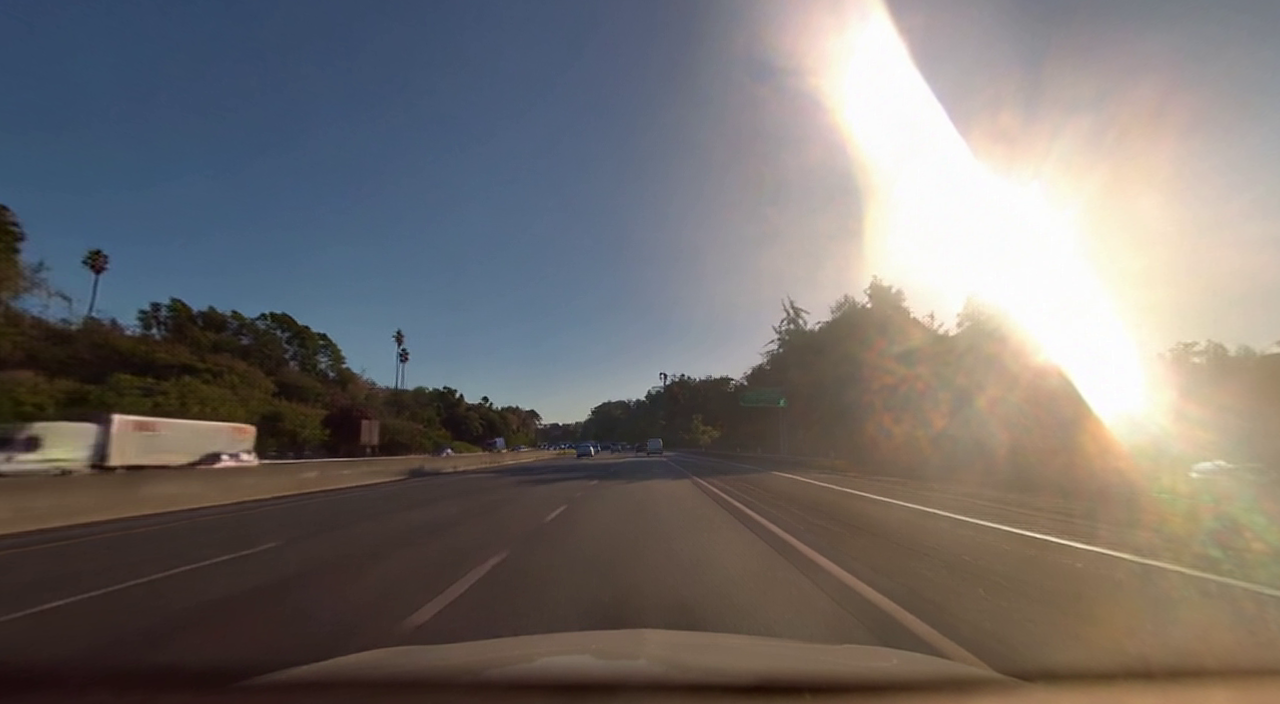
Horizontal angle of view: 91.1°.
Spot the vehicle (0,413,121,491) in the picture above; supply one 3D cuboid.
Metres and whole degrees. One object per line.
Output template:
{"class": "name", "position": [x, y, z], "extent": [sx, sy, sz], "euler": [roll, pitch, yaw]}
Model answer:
{"class": "vehicle", "position": [-34.584, 5.640, 35.717], "extent": [3.043, 3.987, 7.889], "euler": [0, -8, 1]}

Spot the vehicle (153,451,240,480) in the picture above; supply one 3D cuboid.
{"class": "vehicle", "position": [-26.757, 6.833, 38.089], "extent": [1.846, 1.550, 4.666], "euler": [-1, -8, 1]}
